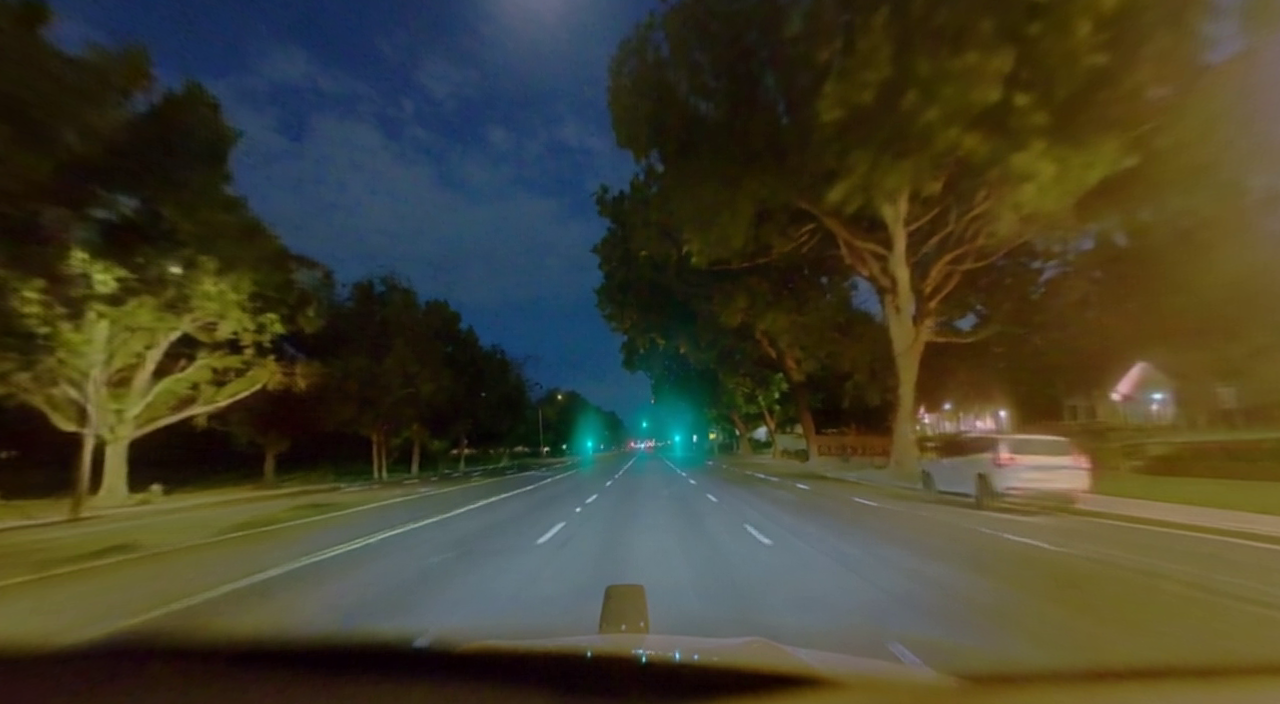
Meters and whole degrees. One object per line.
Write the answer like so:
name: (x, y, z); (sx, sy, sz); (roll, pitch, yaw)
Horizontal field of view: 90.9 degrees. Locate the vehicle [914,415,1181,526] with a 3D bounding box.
vehicle: (7.723, 2.295, 12.740); (2.200, 1.783, 4.682); (-1, -8, -1)
